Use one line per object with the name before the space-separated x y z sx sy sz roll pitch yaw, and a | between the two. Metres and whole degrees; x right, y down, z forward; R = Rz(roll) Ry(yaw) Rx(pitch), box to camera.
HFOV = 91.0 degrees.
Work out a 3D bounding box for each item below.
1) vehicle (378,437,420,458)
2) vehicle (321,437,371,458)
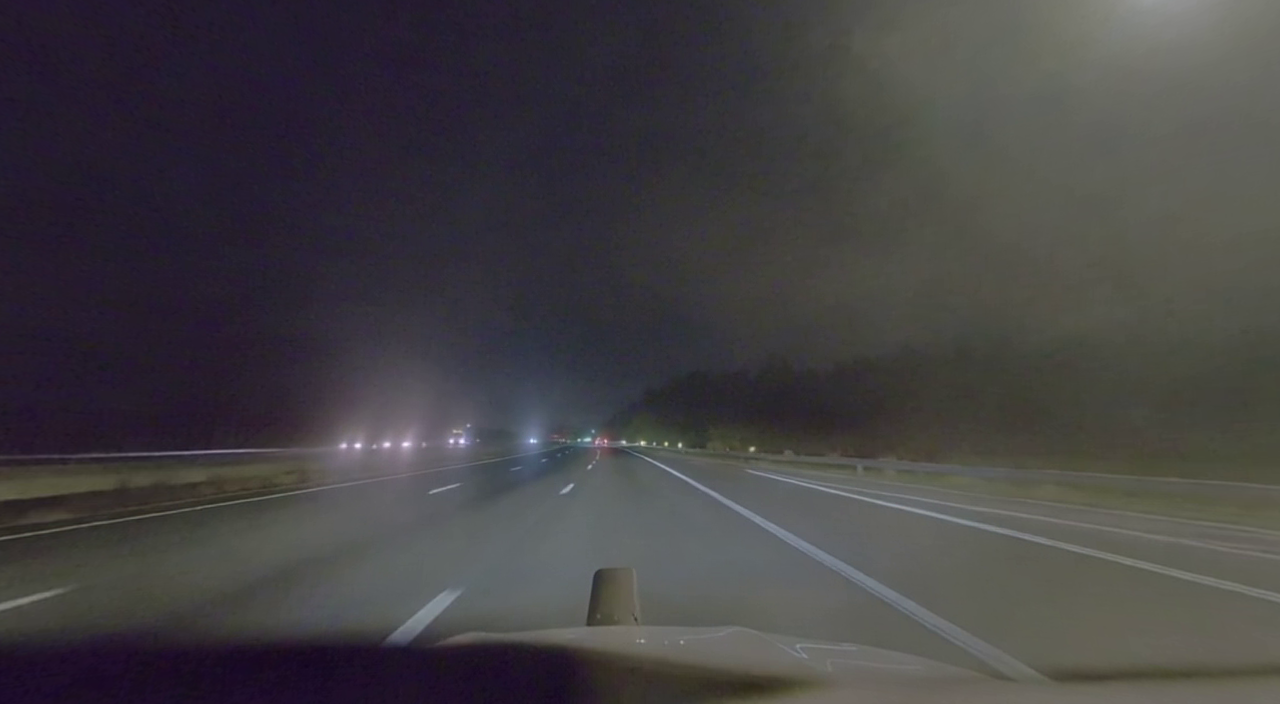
vehicle | -17.423 6.907 45.724 1.714 1.455 3.723 0 -8 -3
vehicle | -21.917 7.120 47.104 1.806 1.497 4.474 0 -8 -2
